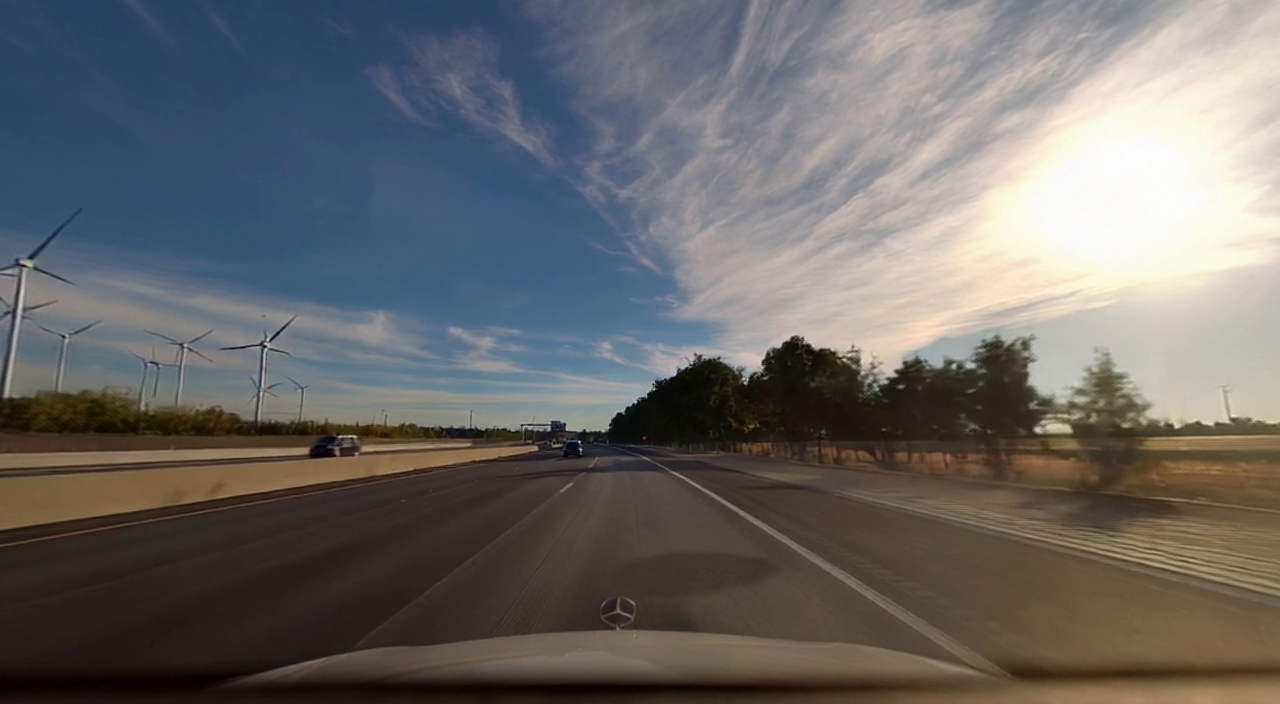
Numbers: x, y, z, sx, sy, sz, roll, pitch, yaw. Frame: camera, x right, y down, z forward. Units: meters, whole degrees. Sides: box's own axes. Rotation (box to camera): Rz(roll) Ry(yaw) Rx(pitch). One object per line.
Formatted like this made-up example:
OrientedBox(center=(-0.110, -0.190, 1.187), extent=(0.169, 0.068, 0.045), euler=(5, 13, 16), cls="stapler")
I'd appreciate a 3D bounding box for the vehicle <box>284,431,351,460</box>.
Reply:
OrientedBox(center=(-20.702, 5.994, 40.647), extent=(2.018, 1.727, 4.712), euler=(0, -8, -3), cls="vehicle")
